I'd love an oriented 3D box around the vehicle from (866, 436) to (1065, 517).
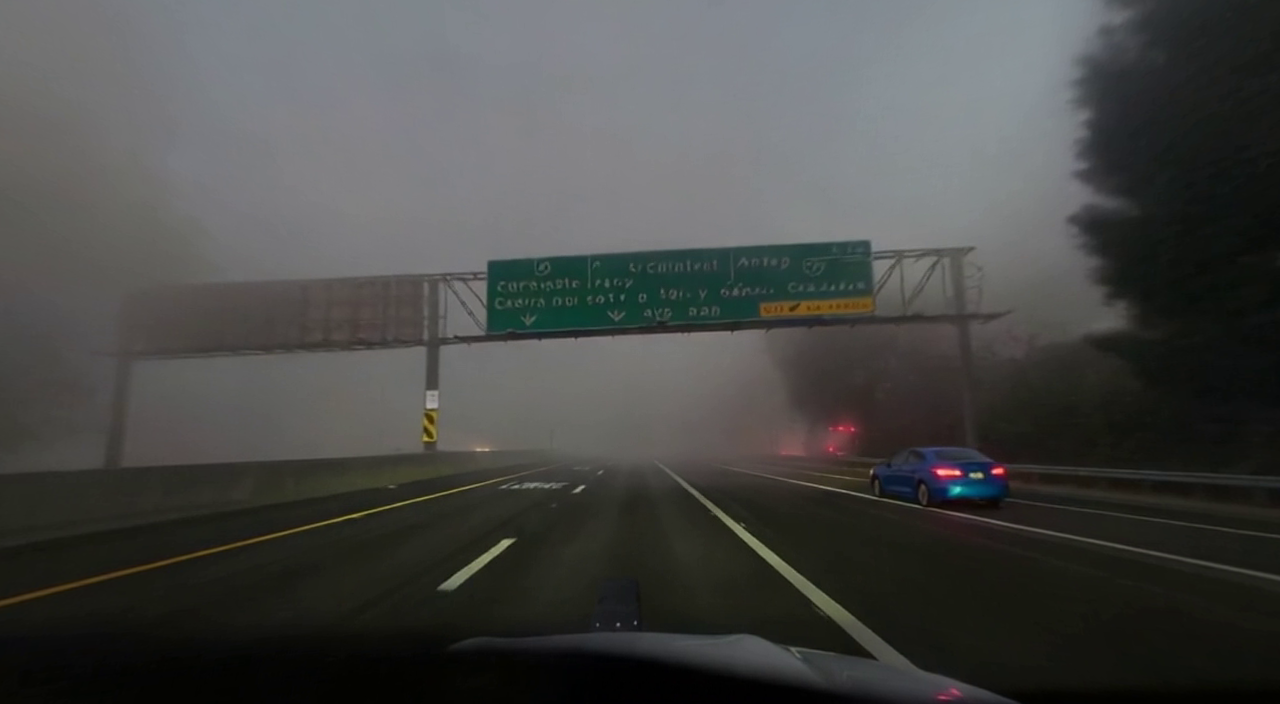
[{"bbox_3d":[6.923,2.641,14.114,1.958,1.498,4.447,1,-8,-2],"label":"vehicle"}]
